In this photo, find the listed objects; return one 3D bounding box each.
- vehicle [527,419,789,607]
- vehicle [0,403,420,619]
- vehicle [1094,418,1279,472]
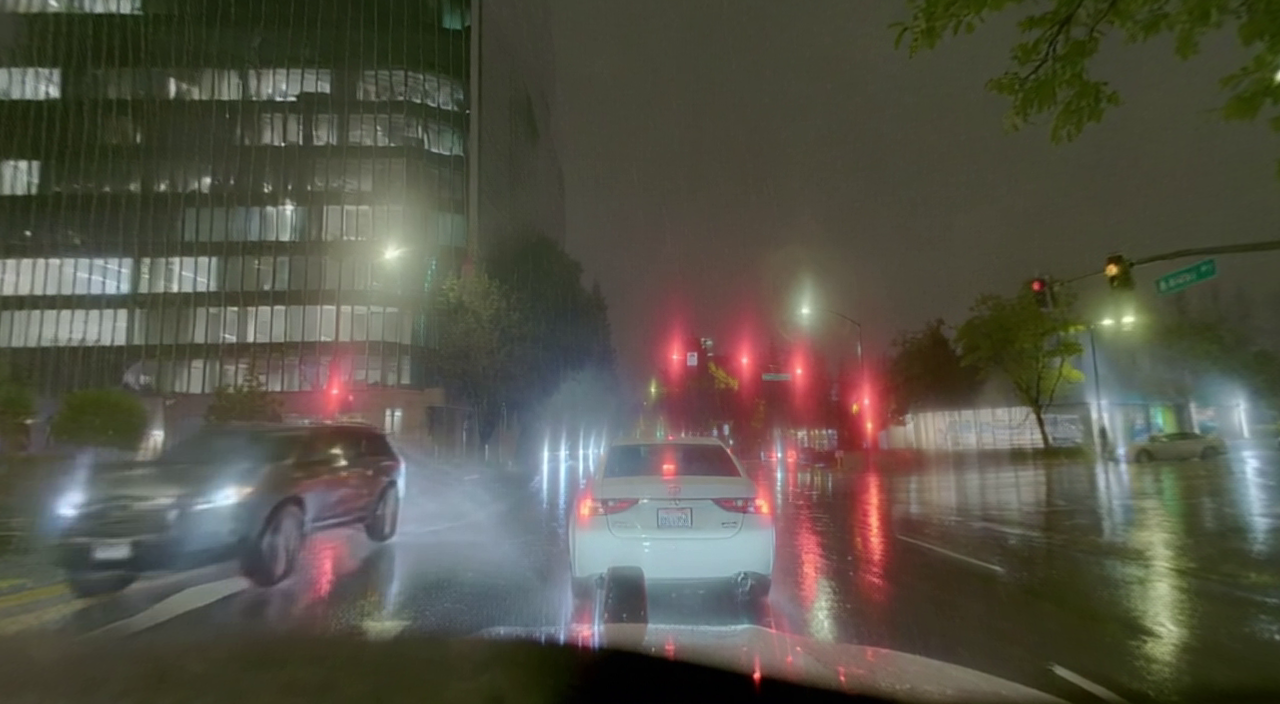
[{"bbox_3d":[-0.145,1.654,7.486,1.893,1.532,4.145,2,-9,-16],"label":"vehicle"},{"bbox_3d":[-4.470,1.642,7.539,2.006,1.756,4.599,0,-8,0],"label":"vehicle"},{"bbox_3d":[19.111,3.272,22.227,4.675,1.772,1.945,0,-8,0],"label":"vehicle"}]
